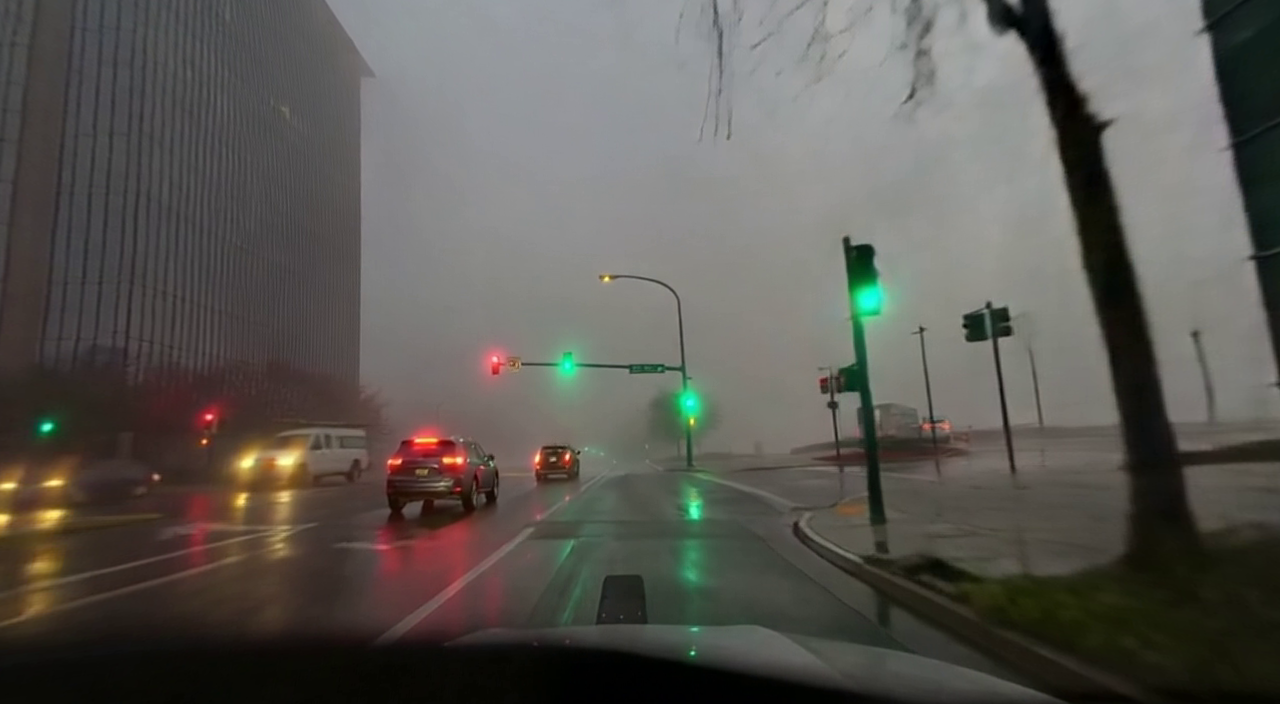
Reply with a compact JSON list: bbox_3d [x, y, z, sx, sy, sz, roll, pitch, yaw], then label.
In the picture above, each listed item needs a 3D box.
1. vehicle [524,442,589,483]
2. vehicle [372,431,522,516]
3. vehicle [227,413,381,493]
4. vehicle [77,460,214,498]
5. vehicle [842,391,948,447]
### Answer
[{"bbox_3d":[-4.053,5.465,31.457,2.384,1.849,5.009,0,-9,2],"label":"vehicle"},{"bbox_3d":[-4.465,2.912,15.471,2.169,1.741,4.588,0,-9,1],"label":"vehicle"},{"bbox_3d":[-16.996,5.273,32.832,3.394,3.584,8.313,0,-9,0],"label":"vehicle"},{"bbox_3d":[-23.615,6.053,30.307,2.103,1.590,4.613,-4,-10,24],"label":"vehicle"},{"bbox_3d":[15.113,4.101,37.734,4.005,2.827,4.538,4,-11,-11],"label":"vehicle"}]
